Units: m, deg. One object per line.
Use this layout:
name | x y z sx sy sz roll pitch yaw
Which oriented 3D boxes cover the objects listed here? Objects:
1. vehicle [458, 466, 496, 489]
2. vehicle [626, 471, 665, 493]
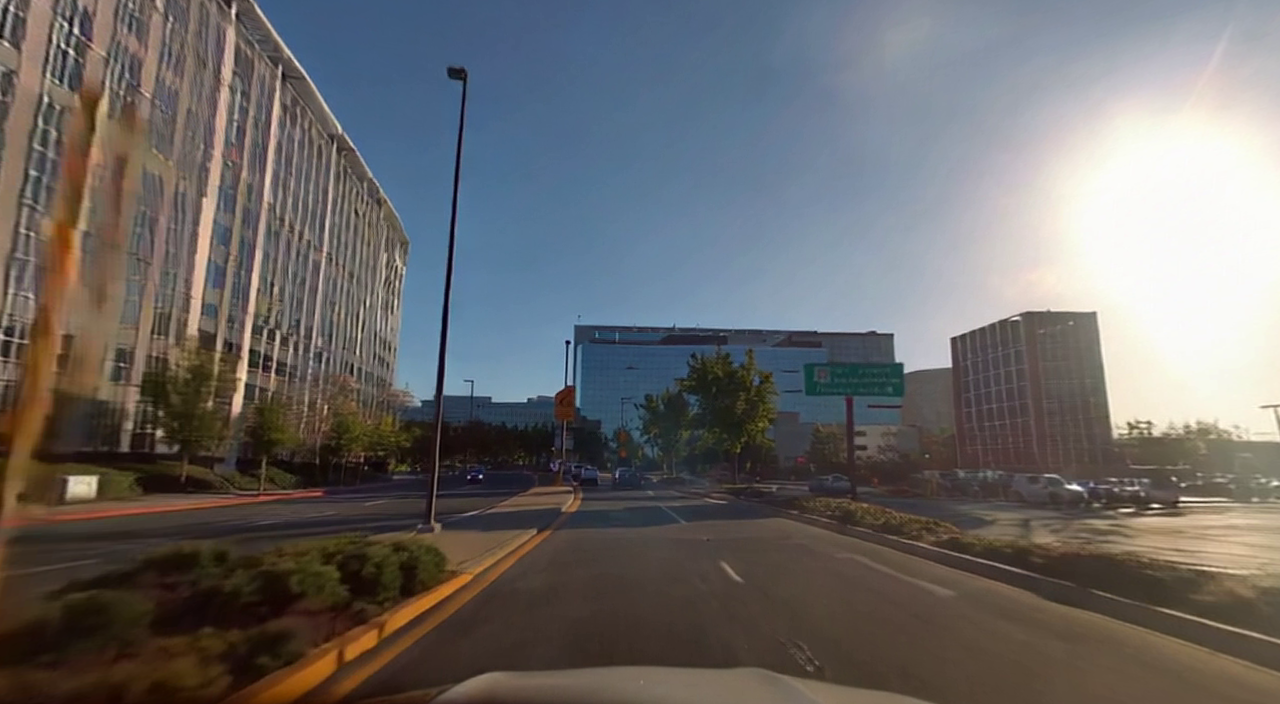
vehicle | -11.421 8.818 44.300 1.916 1.516 3.970 1 -10 -5
vehicle | 0.303 7.742 37.401 1.775 1.186 2.933 3 -11 -11
